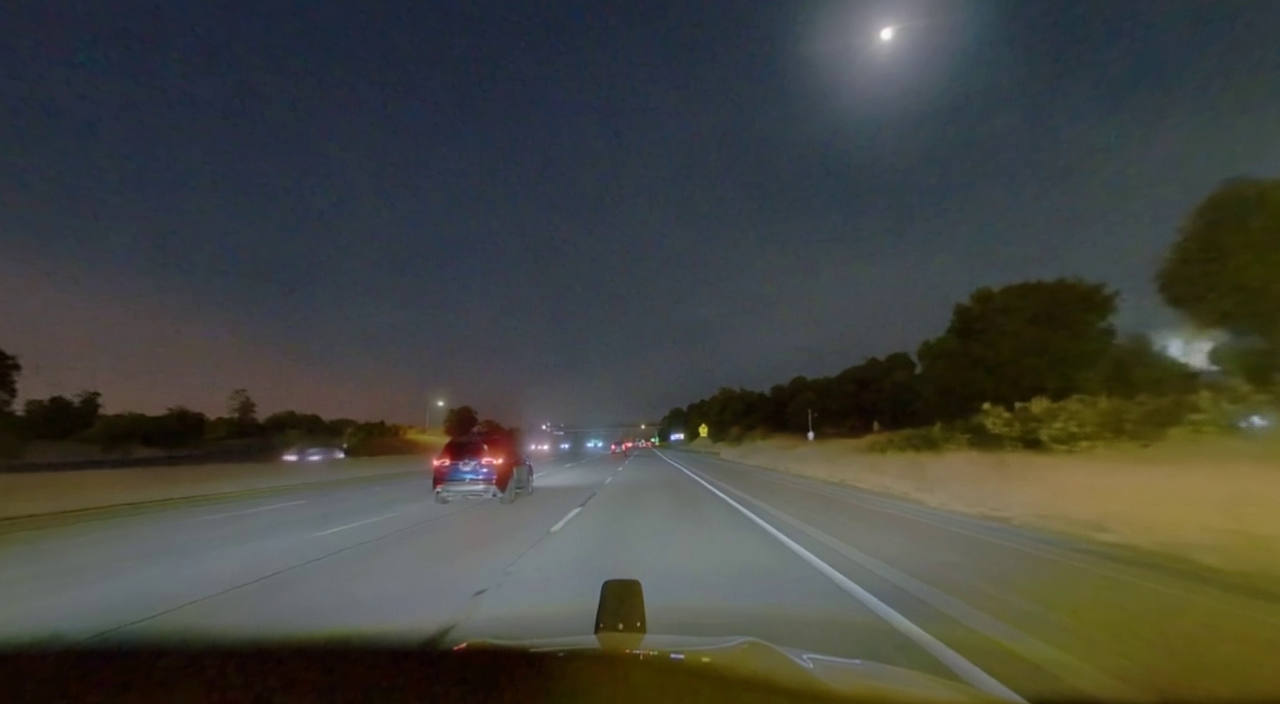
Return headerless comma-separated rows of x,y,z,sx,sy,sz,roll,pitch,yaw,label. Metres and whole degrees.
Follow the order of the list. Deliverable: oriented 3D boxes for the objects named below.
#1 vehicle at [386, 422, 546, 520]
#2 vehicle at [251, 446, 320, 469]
-3.385,2.411,13.231,2.048,1.705,4.384,0,-8,1,vehicle
-22.877,6.803,40.711,1.840,1.425,4.316,0,-8,1,vehicle
